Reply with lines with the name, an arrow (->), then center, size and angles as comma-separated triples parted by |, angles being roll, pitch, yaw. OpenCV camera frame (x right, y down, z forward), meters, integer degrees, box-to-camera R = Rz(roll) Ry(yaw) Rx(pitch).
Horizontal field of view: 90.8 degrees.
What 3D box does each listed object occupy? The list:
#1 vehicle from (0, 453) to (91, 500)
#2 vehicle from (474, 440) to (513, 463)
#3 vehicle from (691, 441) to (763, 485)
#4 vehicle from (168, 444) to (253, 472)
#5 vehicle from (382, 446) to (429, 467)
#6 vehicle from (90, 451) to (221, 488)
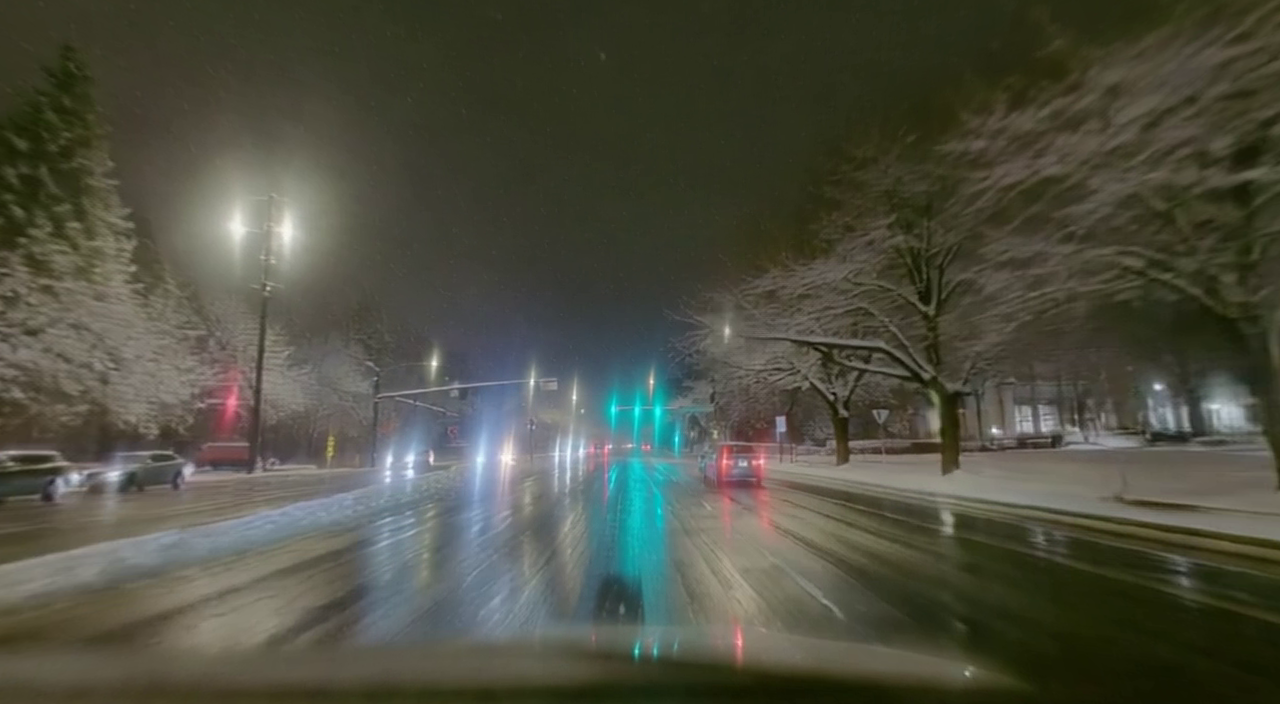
vehicle -> -22.383, 4.359, 22.262 | 1.865, 1.507, 4.631 | 0, -9, 0
vehicle -> -11.436, 7.816, 49.588 | 2.027, 1.716, 4.357 | 0, -9, 0
vehicle -> 3.121, 4.090, 23.589 | 1.966, 1.449, 4.290 | 0, -9, -1
vehicle -> -30.400, 7.510, 44.820 | 4.409, 1.912, 2.090 | 0, -9, 0
vehicle -> -17.496, 7.780, 47.248 | 1.897, 1.507, 4.132 | 0, -9, 0
vehicle -> -22.398, 5.415, 29.553 | 2.098, 1.510, 5.072 | 0, -9, 0
